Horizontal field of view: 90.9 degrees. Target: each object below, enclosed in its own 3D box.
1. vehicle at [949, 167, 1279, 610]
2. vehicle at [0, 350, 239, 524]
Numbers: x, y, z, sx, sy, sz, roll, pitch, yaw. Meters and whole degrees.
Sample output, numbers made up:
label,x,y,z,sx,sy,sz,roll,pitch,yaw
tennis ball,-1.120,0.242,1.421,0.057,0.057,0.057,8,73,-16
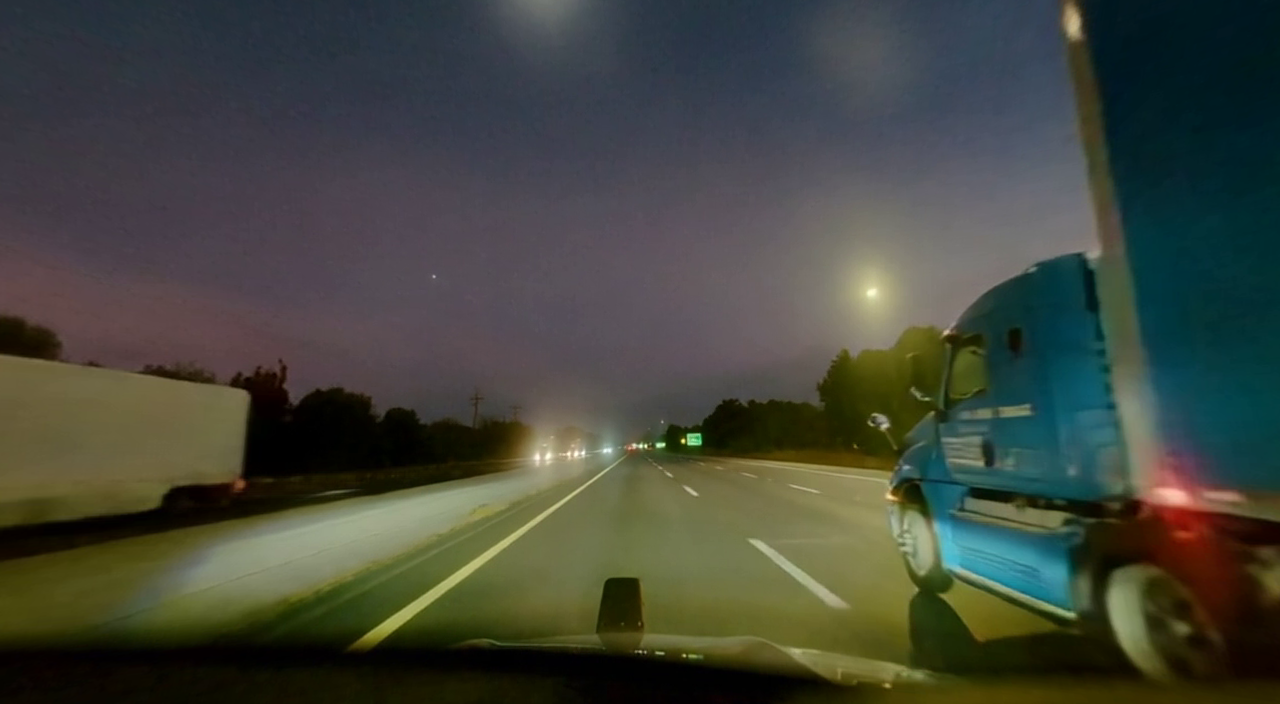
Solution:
label,x,y,z,sx,sy,sz,roll,pitch,yaw
vehicle,7.281,0.248,5.150,3.032,3.946,12.509,0,-9,-1
vehicle,-15.792,2.213,16.065,3.215,3.811,12.193,0,-9,-1
